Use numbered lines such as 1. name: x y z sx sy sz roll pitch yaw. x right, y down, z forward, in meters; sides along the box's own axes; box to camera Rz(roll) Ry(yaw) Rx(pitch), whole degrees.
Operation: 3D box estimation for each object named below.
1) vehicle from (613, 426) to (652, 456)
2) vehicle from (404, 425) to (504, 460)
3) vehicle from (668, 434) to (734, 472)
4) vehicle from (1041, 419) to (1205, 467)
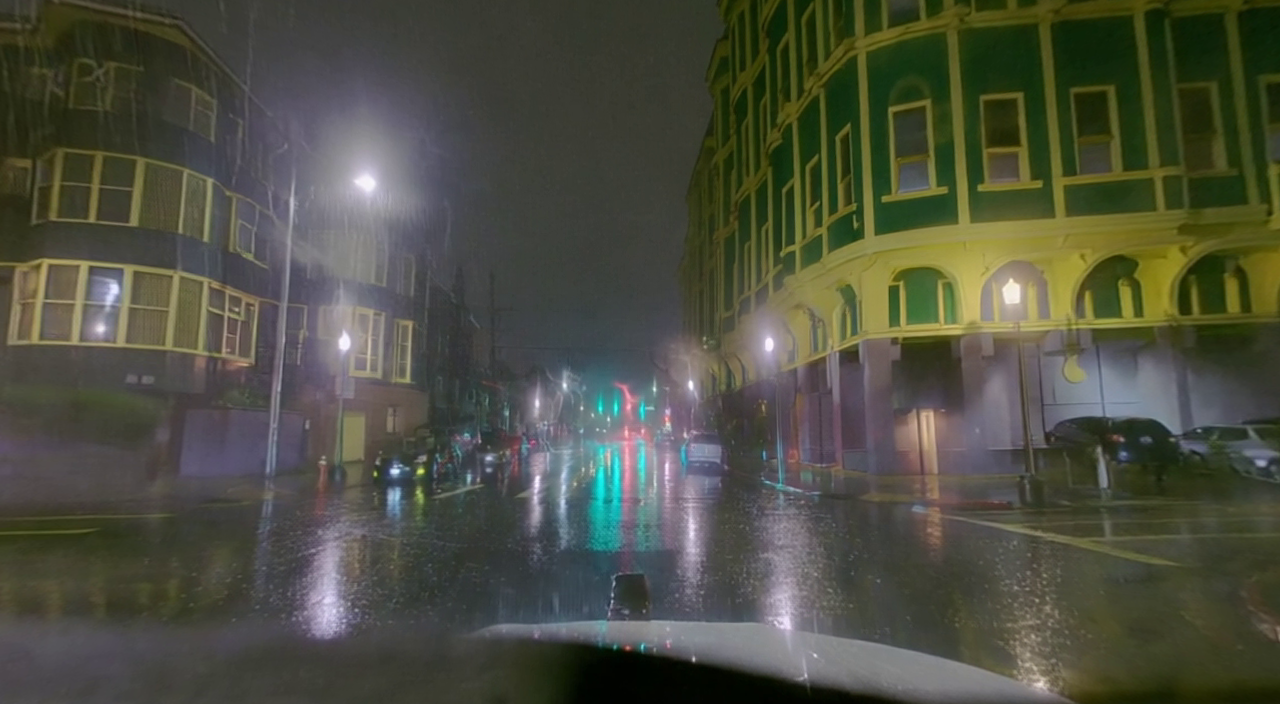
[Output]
1. vehicle: -0.467 5.807 40.909 2.412 1.834 4.636 0 -8 0
2. vehicle: -11.435 5.588 38.872 5.540 1.950 2.113 4 -12 -28
3. vehicle: 2.499 4.300 27.046 2.290 1.456 4.503 0 -8 -1
4. vehicle: 15.322 2.912 20.140 3.752 1.453 1.709 0 -9 2
